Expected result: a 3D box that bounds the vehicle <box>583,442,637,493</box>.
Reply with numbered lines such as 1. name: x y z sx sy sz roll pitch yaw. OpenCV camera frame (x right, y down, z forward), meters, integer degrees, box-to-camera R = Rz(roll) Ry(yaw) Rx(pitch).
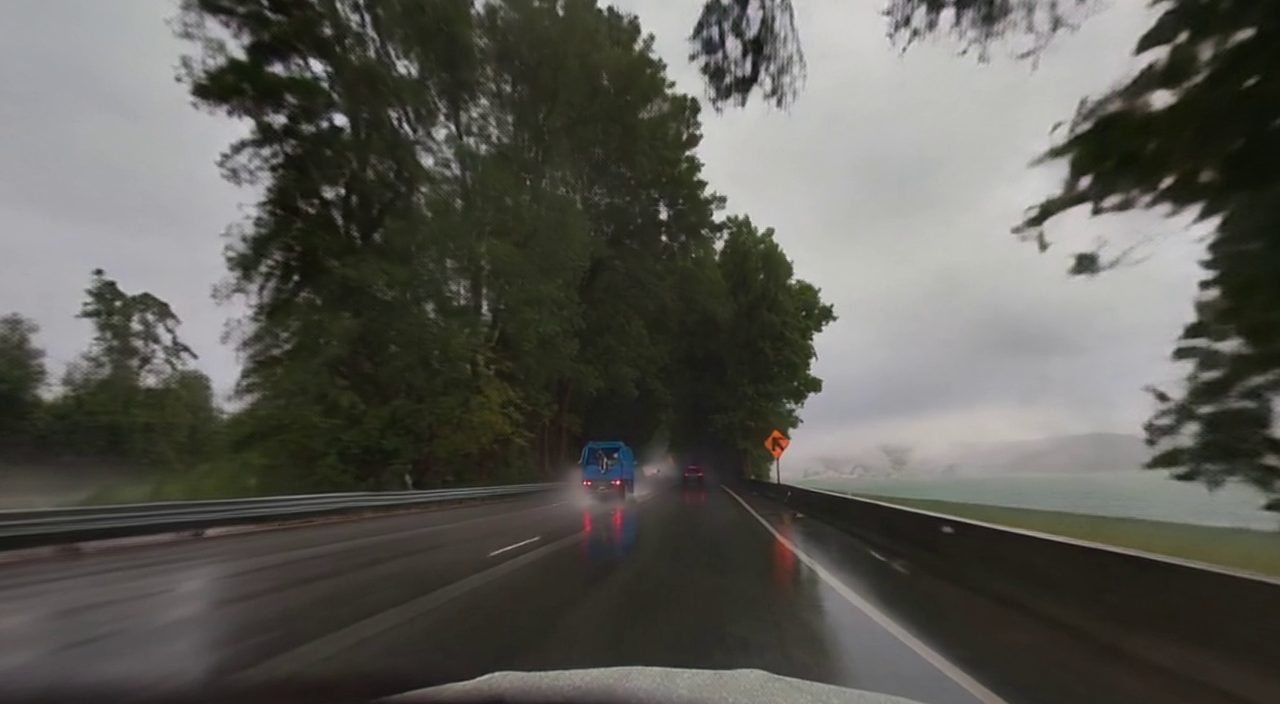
1. vehicle: -1.947 8.126 44.160 2.841 3.244 7.689 0 -11 4
